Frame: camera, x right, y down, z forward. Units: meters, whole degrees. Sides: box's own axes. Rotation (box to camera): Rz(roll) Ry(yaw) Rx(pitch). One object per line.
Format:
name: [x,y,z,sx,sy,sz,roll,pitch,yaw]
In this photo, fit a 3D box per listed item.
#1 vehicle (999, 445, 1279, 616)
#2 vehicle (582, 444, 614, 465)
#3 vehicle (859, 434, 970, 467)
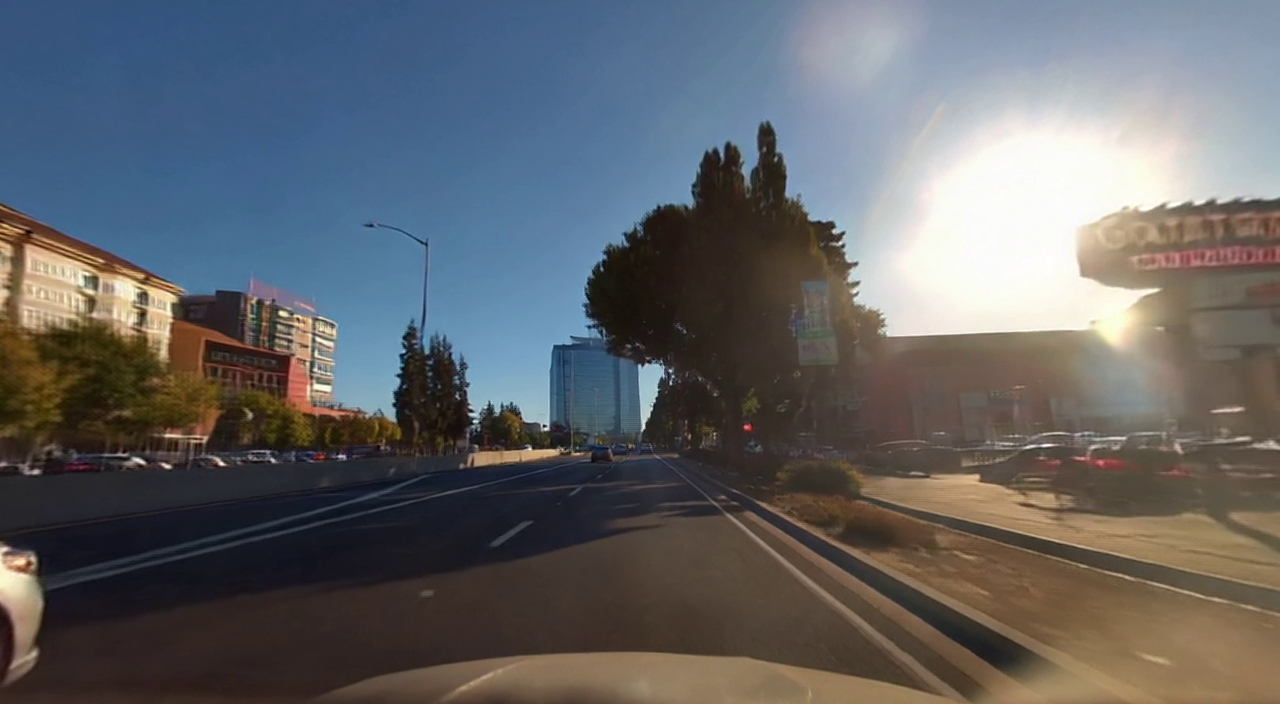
vehicle: [6.607,1.873,7.602,1.923,1.482,4.558,0,-8,1]
vehicle: [-3.034,7.541,46.549,2.005,1.446,4.265,0,-8,1]
vehicle: [16.129,5.879,37.341,1.691,1.670,5.790,8,-14,-39]
